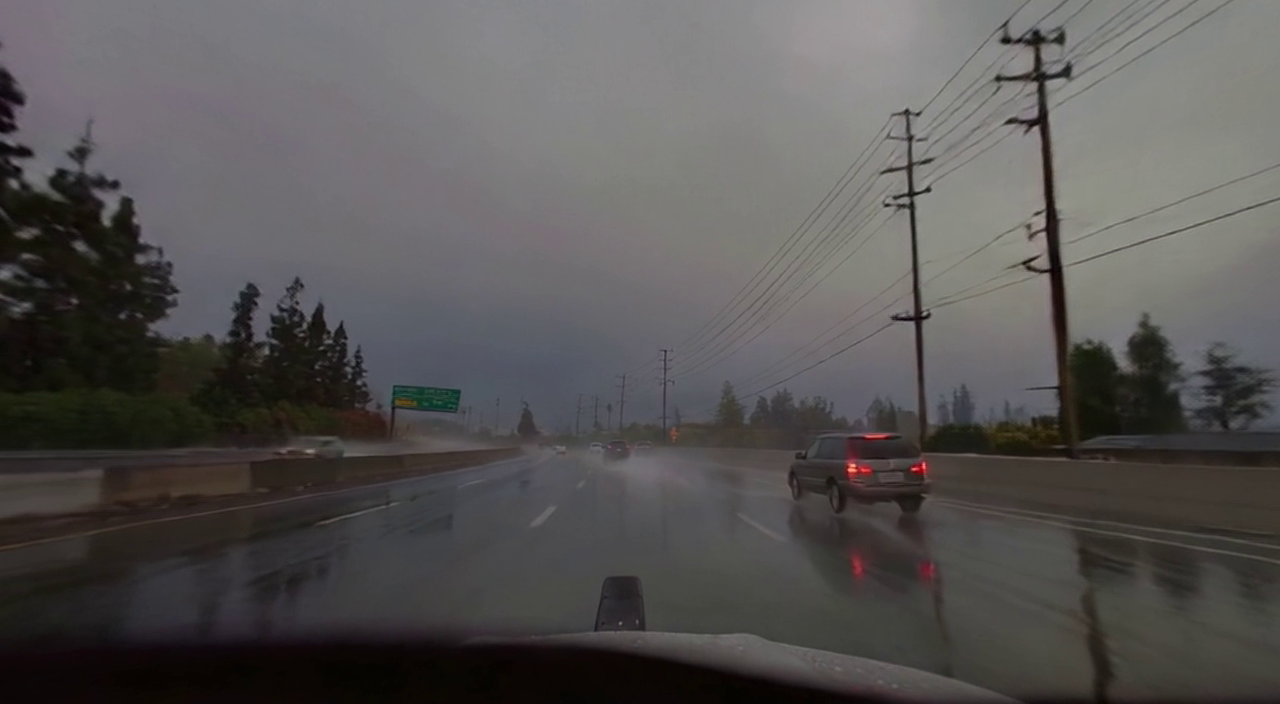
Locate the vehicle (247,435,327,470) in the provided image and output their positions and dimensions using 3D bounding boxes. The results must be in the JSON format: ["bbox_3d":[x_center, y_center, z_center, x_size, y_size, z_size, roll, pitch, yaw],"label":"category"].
[{"bbox_3d":[-19.215,5.497,34.631,1.999,1.779,4.398,0,-9,-3],"label":"vehicle"}]

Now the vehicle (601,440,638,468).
[{"bbox_3d":[-1.436,6.794,42.212,2.188,1.714,3.921,1,-9,-6],"label":"vehicle"}]

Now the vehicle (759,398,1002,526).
[{"bbox_3d":[4.430,2.201,13.161,2.504,2.033,5.979,0,-8,-2],"label":"vehicle"}]
